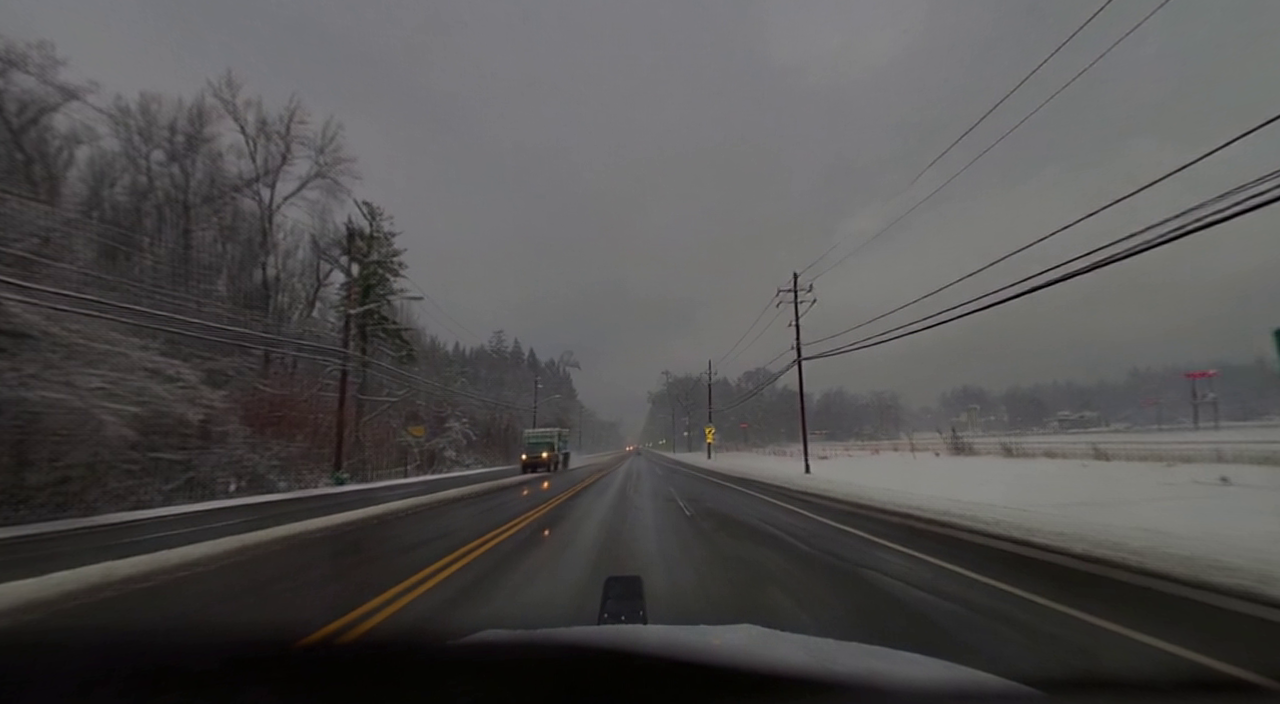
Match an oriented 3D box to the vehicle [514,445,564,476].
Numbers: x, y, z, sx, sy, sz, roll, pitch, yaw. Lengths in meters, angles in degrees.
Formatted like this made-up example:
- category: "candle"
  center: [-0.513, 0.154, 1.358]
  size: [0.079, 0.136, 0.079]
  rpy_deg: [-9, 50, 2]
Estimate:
- category: "vehicle"
  center: [-7.642, 8.237, 48.042]
  size: [2.766, 2.122, 5.753]
  rpy_deg: [-1, -9, 1]
